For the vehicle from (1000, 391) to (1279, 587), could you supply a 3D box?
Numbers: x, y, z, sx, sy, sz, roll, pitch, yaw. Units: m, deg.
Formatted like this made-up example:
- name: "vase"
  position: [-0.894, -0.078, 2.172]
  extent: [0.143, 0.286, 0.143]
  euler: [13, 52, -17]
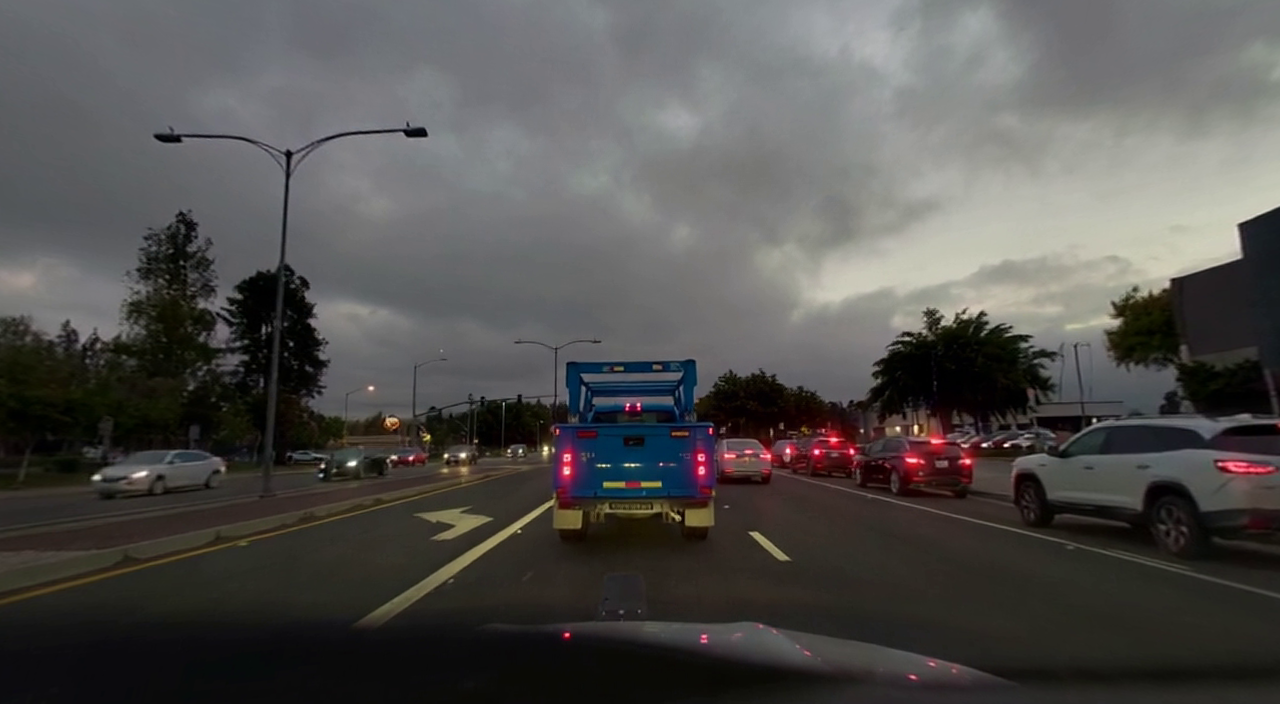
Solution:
- name: "vehicle"
  position: [6.833, 1.557, 7.811]
  extent: [2.023, 1.771, 4.488]
  euler: [0, -9, -1]

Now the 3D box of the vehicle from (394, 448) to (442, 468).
- name: "vehicle"
  position: [-15.701, 7.494, 44.918]
  extent: [1.854, 1.364, 4.357]
  euler: [0, -9, 0]

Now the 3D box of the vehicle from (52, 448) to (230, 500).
- name: "vehicle"
  position: [-16.062, 3.899, 20.757]
  extent: [1.910, 1.485, 4.802]
  euler: [0, -9, 0]

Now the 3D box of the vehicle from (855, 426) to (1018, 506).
- name: "vehicle"
  position: [7.074, 2.757, 15.682]
  extent: [1.931, 1.692, 4.267]
  euler: [0, -9, 0]

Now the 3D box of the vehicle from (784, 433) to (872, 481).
- name: "vehicle"
  position: [7.073, 4.010, 24.307]
  extent: [1.953, 1.665, 4.327]
  euler: [0, -9, -2]

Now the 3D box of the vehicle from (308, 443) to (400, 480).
- name: "vehicle"
  position: [-12.271, 4.724, 27.465]
  extent: [1.906, 1.461, 4.333]
  euler: [0, -9, 1]

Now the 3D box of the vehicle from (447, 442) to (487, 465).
- name: "vehicle"
  position: [-12.143, 7.140, 44.574]
  extent: [1.781, 1.558, 3.688]
  euler: [0, -9, 0]

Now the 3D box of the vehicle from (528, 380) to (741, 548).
- name: "vehicle"
  position: [-0.112, 1.838, 10.925]
  extent: [2.682, 2.117, 5.706]
  euler: [0, -9, -1]
